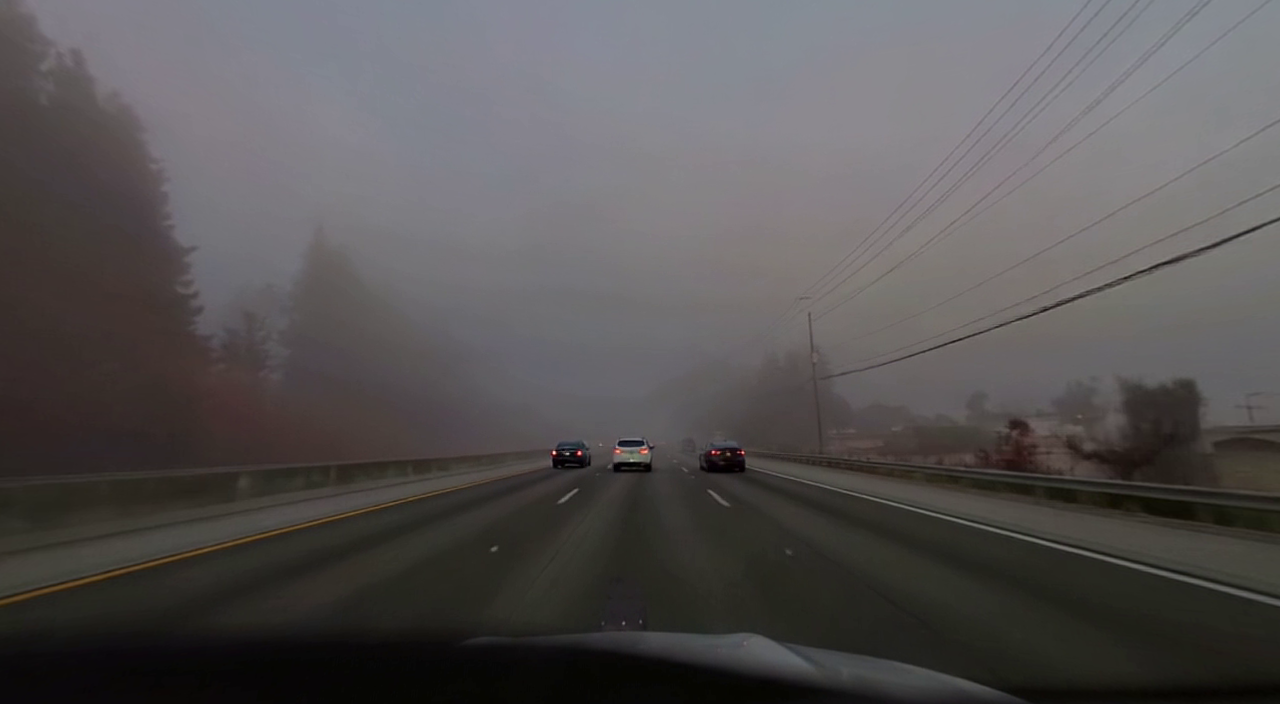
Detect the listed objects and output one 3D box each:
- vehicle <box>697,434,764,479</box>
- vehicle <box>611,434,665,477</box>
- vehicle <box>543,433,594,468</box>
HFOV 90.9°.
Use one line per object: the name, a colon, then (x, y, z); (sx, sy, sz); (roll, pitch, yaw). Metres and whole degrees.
vehicle: (3.448, 4.047, 24.694); (1.996, 1.579, 3.841); (0, -8, -1)
vehicle: (-0.059, 4.230, 26.120); (2.049, 1.620, 4.153); (0, -8, 1)
vehicle: (-3.857, 5.430, 34.904); (2.217, 1.773, 4.553); (0, -8, 1)
